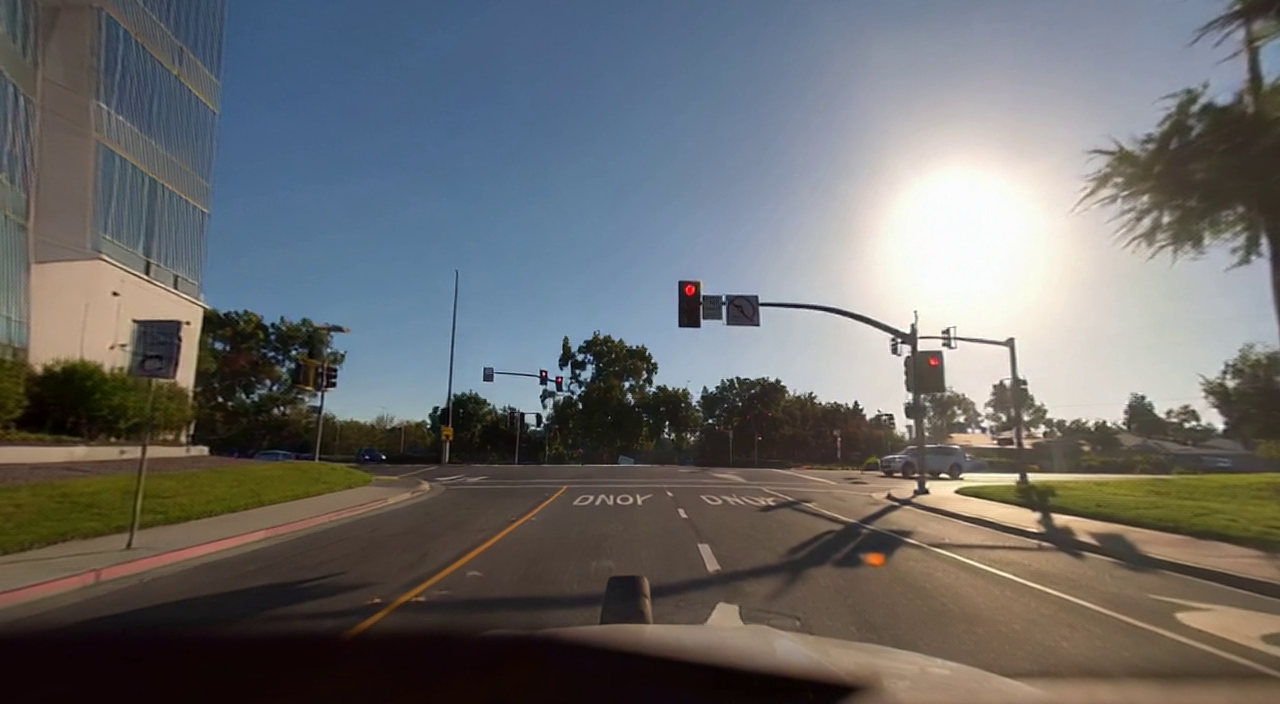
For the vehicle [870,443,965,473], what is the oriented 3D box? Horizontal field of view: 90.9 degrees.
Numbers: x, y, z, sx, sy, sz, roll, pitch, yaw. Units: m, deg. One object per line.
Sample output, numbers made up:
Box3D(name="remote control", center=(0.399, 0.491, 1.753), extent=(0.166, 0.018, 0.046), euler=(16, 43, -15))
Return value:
Box3D(name="vehicle", center=(16.454, 6.288, 37.541), extent=(4.715, 1.671, 2.030), euler=(0, -8, 0))
